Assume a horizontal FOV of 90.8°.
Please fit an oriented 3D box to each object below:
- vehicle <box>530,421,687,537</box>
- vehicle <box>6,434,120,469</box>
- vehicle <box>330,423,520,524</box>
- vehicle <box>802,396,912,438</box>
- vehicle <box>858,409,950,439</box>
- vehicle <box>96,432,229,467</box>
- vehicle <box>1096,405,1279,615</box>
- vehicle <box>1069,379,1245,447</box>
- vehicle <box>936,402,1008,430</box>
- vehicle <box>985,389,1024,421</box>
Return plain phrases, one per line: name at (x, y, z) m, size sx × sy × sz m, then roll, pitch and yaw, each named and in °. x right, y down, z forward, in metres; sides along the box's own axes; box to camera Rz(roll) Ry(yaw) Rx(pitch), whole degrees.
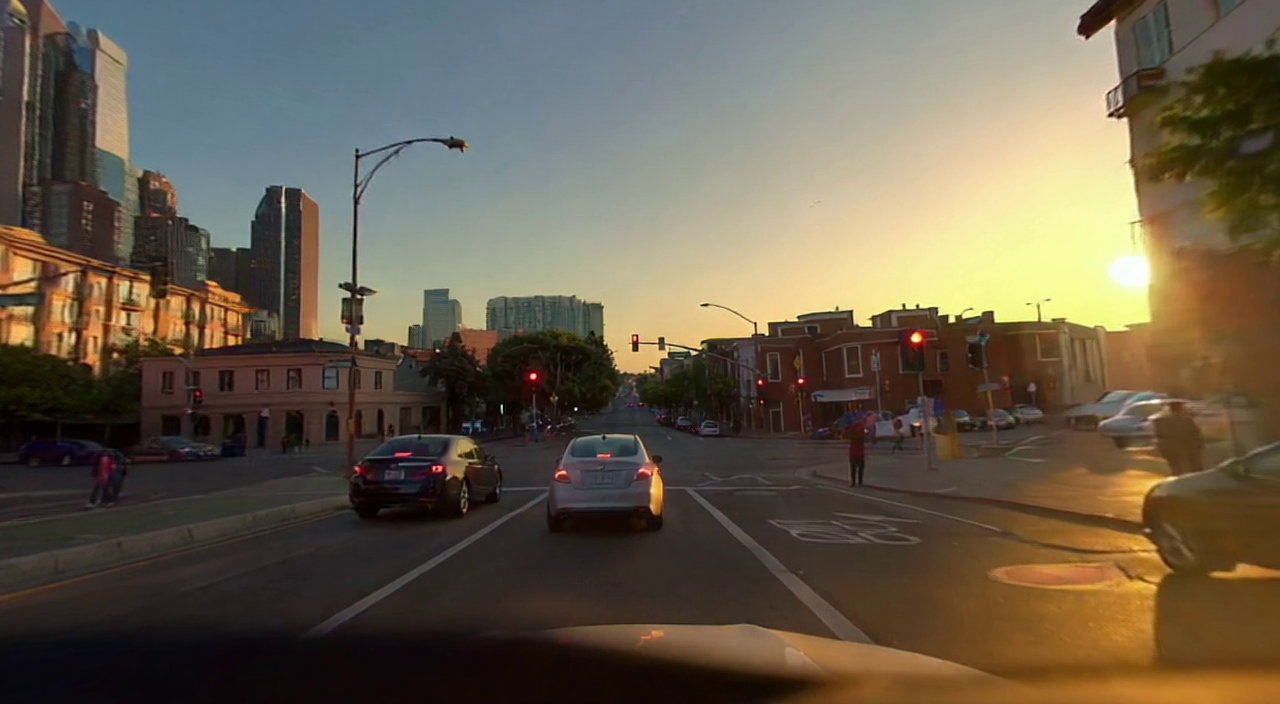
vehicle at (-0.430, 1.985, 10.416) m, size 2.082 × 1.520 × 3.896 m, roll 0°, pitch -8°, yaw 0°
vehicle at (-32.467, 5.611, 35.674) m, size 4.280 × 1.857 × 2.136 m, roll 0°, pitch -8°, yaw 1°
vehicle at (-3.690, 2.174, 11.859) m, size 1.934 × 1.522 × 4.464 m, roll 0°, pitch -8°, yaw 1°
vehicle at (13.777, 4.186, 40.127) m, size 6.541 × 2.480 × 2.259 m, roll 3°, pitch -9°, yaw -19°
vehicle at (15.176, 4.150, 36.270) m, size 4.775 × 1.604 × 1.915 m, roll 3°, pitch -9°, yaw -21°
vehicle at (-21.349, 4.375, 28.372) m, size 4.453 × 1.471 × 1.921 m, roll -1°, pitch -8°, yaw 3°
vehicle at (6.209, 1.244, 4.850) m, size 1.904 × 1.705 × 4.510 m, roll 0°, pitch -8°, yaw -2°
vehicle at (21.661, 2.642, 26.598) m, size 5.756 × 2.653 × 2.403 m, roll 1°, pitch -9°, yaw -11°
vehicle at (21.166, 4.115, 40.187) m, size 5.017 × 1.542 × 2.055 m, roll 6°, pitch -11°, yaw -38°
vehicle at (27.060, 3.992, 46.798) m, size 2.152 × 1.993 × 5.078 m, roll -6°, pitch -10°, yaw 31°
